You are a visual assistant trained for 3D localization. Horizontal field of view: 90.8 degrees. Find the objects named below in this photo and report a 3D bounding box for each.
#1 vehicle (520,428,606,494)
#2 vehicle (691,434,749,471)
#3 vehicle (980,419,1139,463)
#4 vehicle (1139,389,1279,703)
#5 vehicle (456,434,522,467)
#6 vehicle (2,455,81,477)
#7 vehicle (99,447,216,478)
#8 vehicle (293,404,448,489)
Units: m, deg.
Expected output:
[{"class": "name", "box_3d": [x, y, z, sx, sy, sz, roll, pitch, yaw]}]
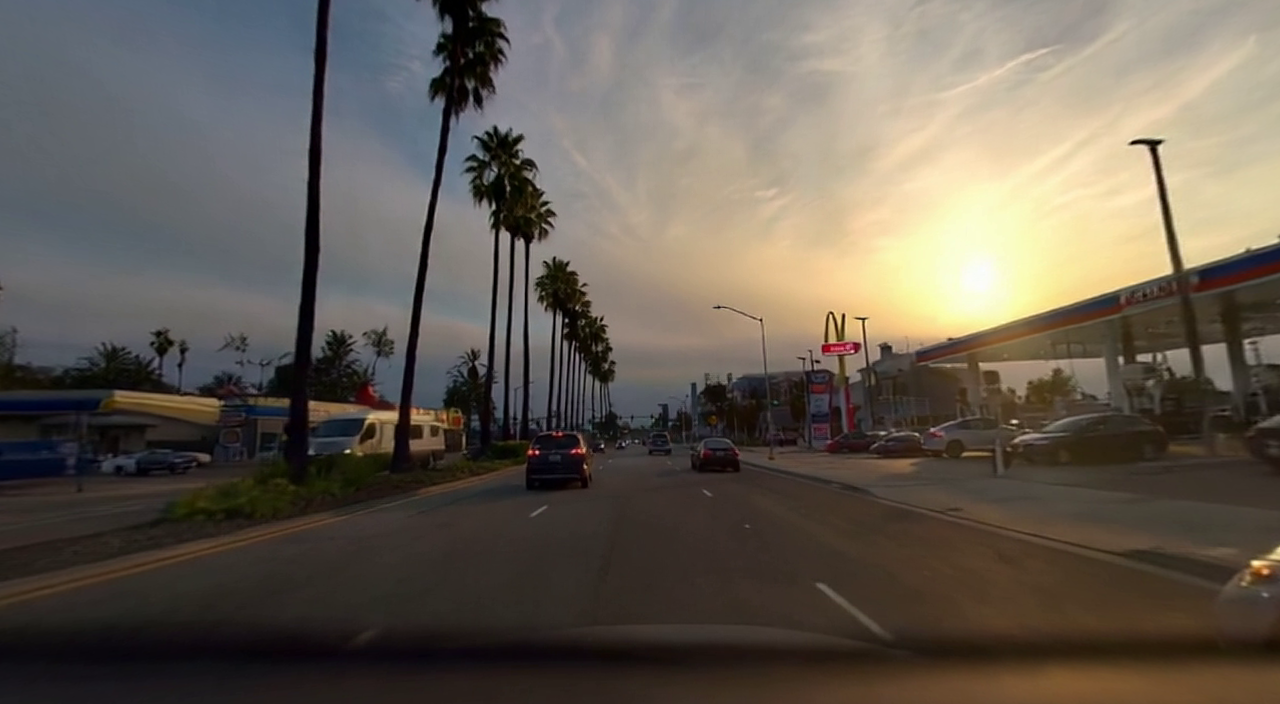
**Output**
[{"class": "vehicle", "box_3d": [-2.004, 2.900, 17.135, 2.021, 1.550, 4.090, 1, -9, -5]}, {"class": "vehicle", "box_3d": [3.347, 4.308, 27.162, 1.889, 1.448, 4.262, 0, -9, -1]}, {"class": "vehicle", "box_3d": [14.610, 3.138, 22.185, 4.293, 1.438, 1.773, 0, -9, 1]}, {"class": "vehicle", "box_3d": [3.422, 0.658, 0.893, 1.987, 1.474, 4.198, 0, -9, 0]}, {"class": "vehicle", "box_3d": [-9.256, 6.100, 39.207, 2.169, 1.853, 4.853, -2, -9, 9]}, {"class": "vehicle", "box_3d": [-41.698, 7.925, 44.076, 3.718, 1.436, 1.749, 0, -9, 1]}, {"class": "vehicle", "box_3d": [-30.208, 6.941, 39.687, 5.349, 1.859, 2.259, 0, -10, -1]}, {"class": "vehicle", "box_3d": [-11.016, 3.958, 27.074, 2.662, 2.995, 8.344, 1, -7, 2]}]
